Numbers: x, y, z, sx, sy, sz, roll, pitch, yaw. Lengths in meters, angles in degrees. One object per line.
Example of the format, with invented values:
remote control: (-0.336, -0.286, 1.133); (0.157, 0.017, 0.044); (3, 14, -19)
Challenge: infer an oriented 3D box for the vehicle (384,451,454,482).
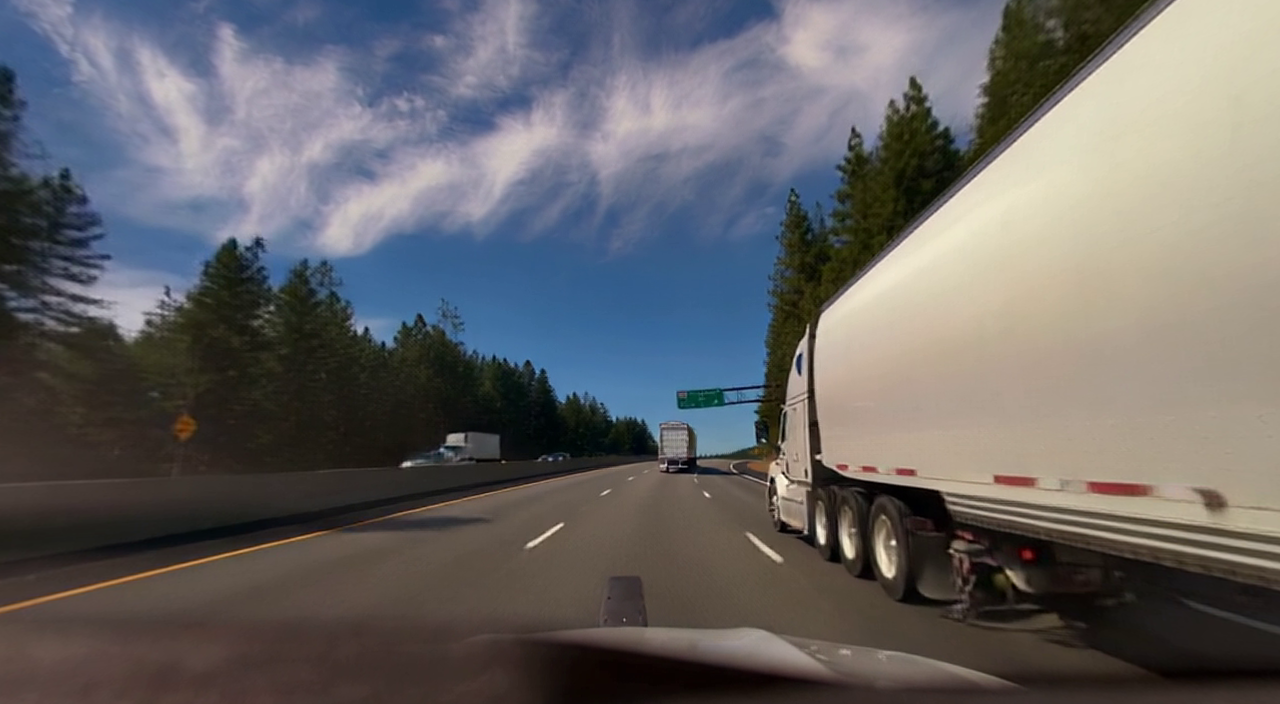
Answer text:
vehicle: (-12.161, 6.310, 35.011); (1.985, 1.526, 4.645); (-1, -8, 3)
